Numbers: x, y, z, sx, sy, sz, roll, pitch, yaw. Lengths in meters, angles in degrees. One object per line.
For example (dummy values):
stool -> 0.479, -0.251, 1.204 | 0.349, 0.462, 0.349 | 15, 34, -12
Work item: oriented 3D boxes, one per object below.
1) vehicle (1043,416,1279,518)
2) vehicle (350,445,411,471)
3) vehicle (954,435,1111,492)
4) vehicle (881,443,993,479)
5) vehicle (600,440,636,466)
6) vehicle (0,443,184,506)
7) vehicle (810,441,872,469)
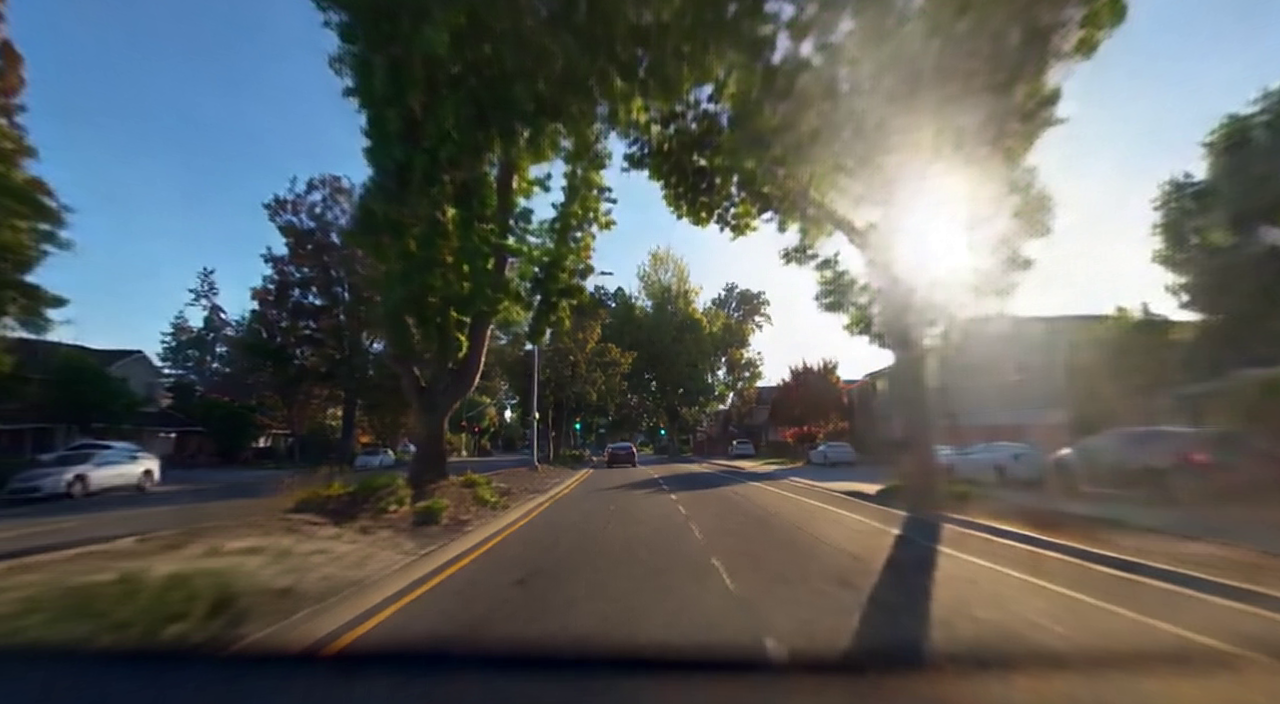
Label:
vehicle -> 11.484, 2.389, 13.582 | 2.147, 1.767, 5.125 | 0, -9, 0
vehicle -> -15.872, 6.501, 38.838 | 2.070, 1.469, 4.524 | 0, -9, -3
vehicle -> 11.733, 3.351, 19.288 | 1.791, 1.503, 4.560 | 0, -9, -1
vehicle -> 11.402, 4.218, 24.653 | 2.015, 1.231, 4.748 | 0, -9, -1
vehicle -> -1.409, 6.292, 39.404 | 2.113, 1.462, 4.203 | 0, -9, -3
vehicle -> -15.214, 3.352, 17.644 | 1.884, 1.540, 3.927 | 0, -9, 1
vehicle -> 11.222, 5.749, 35.444 | 1.839, 1.445, 4.484 | 0, -9, -2
